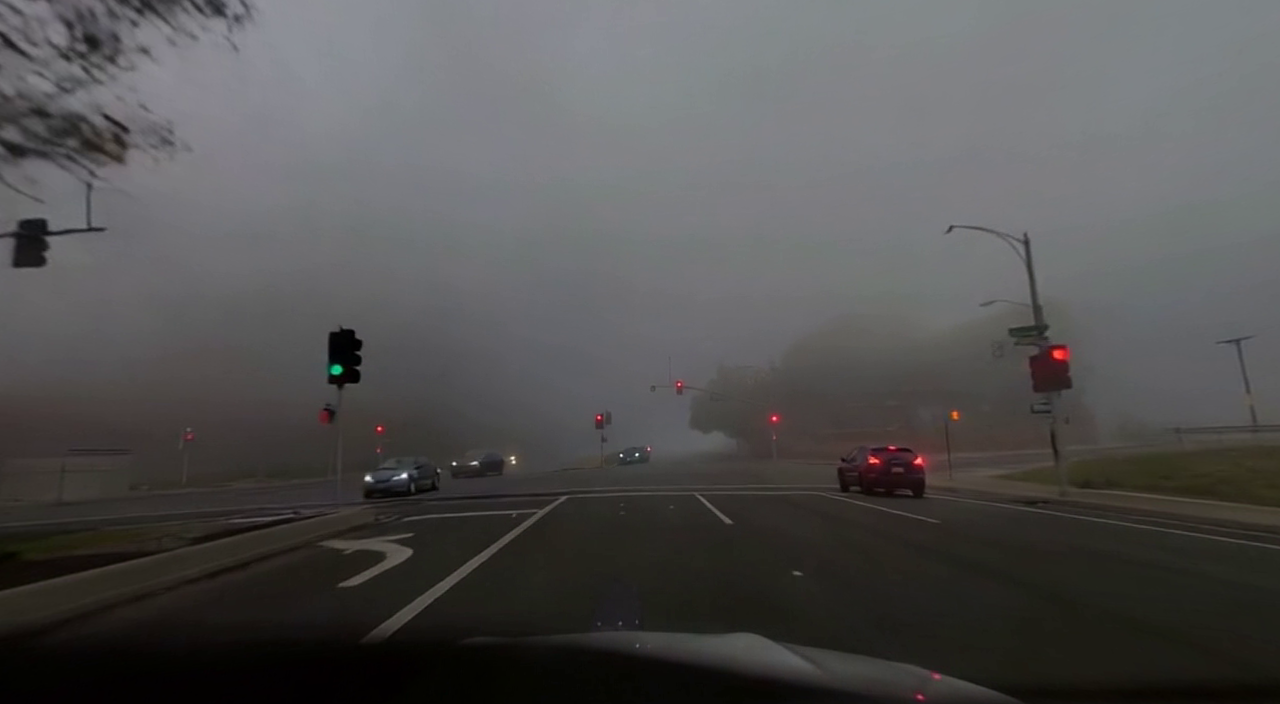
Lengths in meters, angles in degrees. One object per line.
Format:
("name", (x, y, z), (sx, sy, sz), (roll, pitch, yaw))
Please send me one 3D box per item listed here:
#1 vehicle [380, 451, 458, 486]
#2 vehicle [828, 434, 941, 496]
("vehicle", (-11.626, 6.042, 33.055), (2.065, 1.477, 4.519), (0, -7, -44))
("vehicle", (7.438, 3.466, 19.767), (2.011, 1.710, 4.357), (-1, -9, 3))
